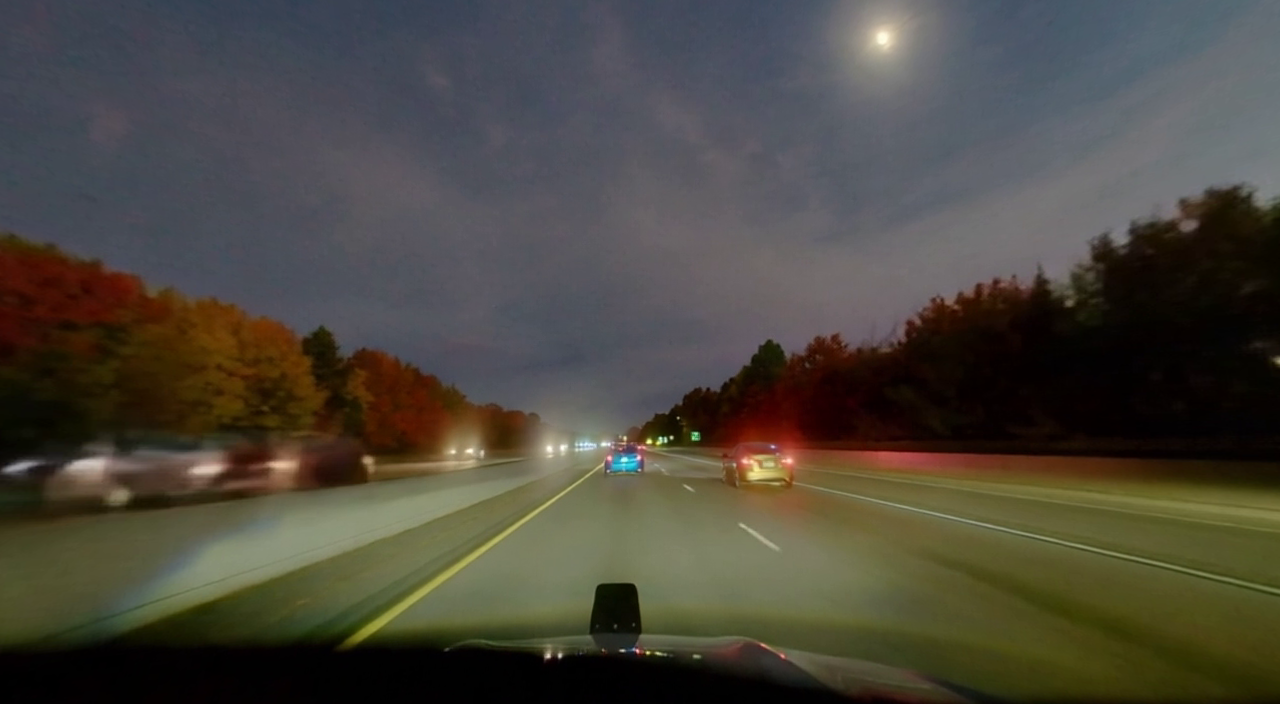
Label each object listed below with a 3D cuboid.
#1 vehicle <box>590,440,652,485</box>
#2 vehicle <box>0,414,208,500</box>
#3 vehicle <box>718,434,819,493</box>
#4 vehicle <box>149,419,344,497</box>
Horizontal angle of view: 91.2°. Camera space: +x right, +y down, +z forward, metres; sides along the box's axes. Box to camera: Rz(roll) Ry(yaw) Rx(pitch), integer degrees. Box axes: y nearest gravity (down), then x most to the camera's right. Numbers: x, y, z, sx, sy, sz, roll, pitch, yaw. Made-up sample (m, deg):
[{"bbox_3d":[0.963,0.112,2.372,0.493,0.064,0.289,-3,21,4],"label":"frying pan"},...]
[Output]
[{"bbox_3d":[-0.688,4.168,23.867,2.128,1.516,4.410,-1,-9,-1],"label":"vehicle"},{"bbox_3d":[-13.220,2.518,15.171,2.213,1.731,4.671,-1,-9,-1],"label":"vehicle"},{"bbox_3d":[3.836,3.441,19.583,2.300,1.595,4.144,-1,-9,0],"label":"vehicle"},{"bbox_3d":[-9.641,2.652,15.953,2.044,1.661,4.534,-1,-9,-1],"label":"vehicle"}]
